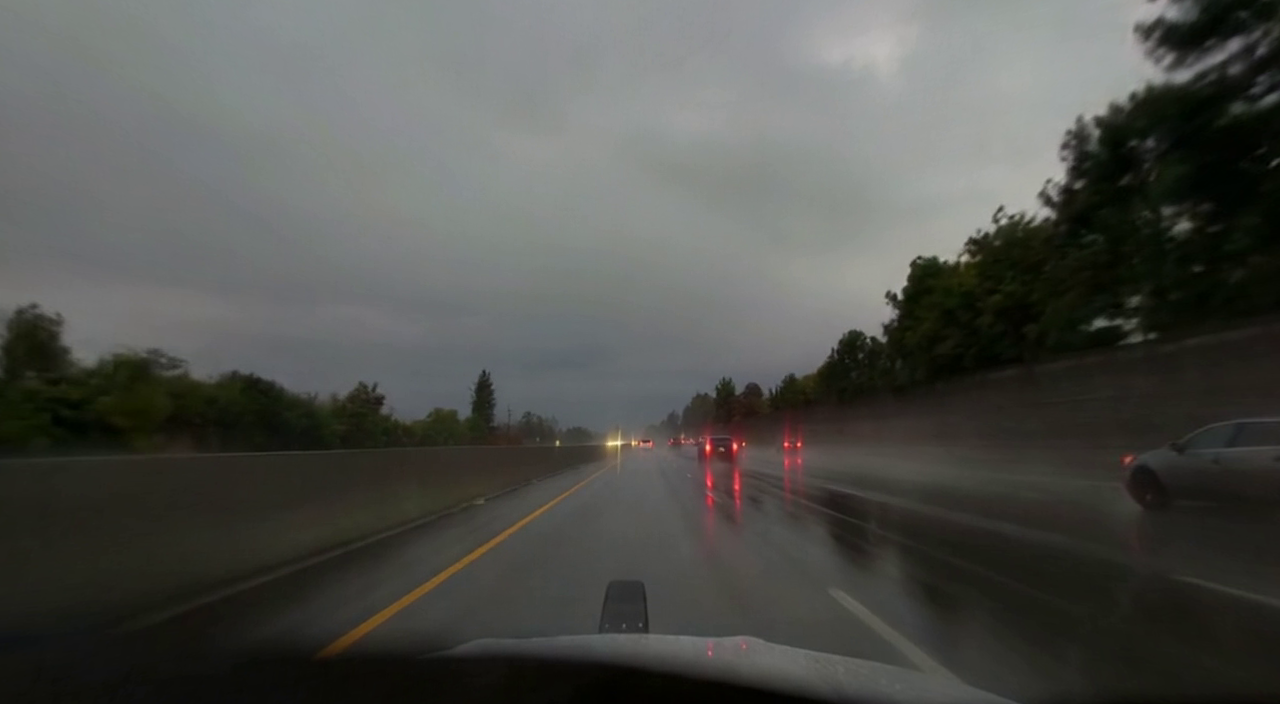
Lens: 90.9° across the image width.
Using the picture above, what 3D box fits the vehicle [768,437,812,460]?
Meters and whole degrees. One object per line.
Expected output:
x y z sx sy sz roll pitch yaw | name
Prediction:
10.441 6.729 44.221 1.970 1.479 4.480 -1 -8 -1 | vehicle

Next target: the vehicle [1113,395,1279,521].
10.280 1.561 9.379 2.062 1.809 5.679 -1 -8 0 | vehicle

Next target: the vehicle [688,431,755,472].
3.482 4.388 27.921 2.326 1.644 4.206 -1 -8 -1 | vehicle
